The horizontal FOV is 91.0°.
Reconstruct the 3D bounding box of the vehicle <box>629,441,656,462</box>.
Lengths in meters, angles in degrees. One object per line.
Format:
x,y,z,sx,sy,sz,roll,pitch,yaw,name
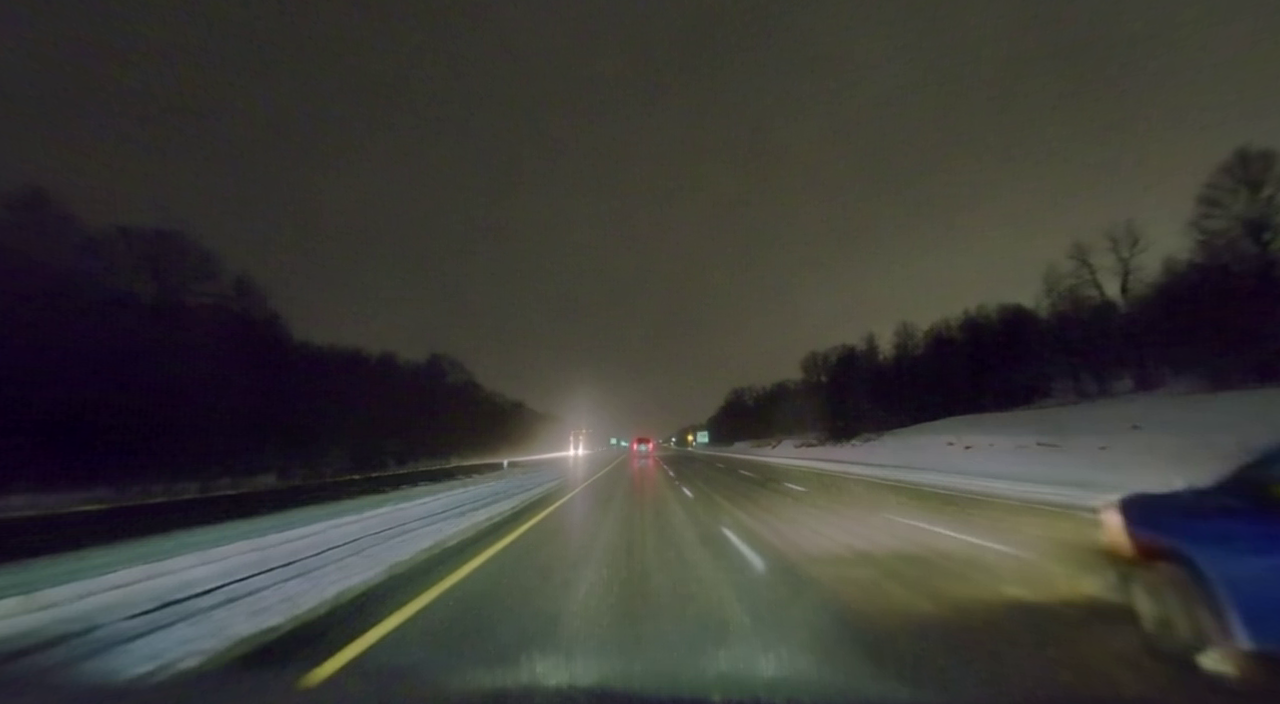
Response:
0.212,7.546,47.909,2.009,1.554,4.013,0,-8,0,vehicle

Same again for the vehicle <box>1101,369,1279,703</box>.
3.939,0.743,1.903,2.037,1.609,4.036,0,-8,1,vehicle
